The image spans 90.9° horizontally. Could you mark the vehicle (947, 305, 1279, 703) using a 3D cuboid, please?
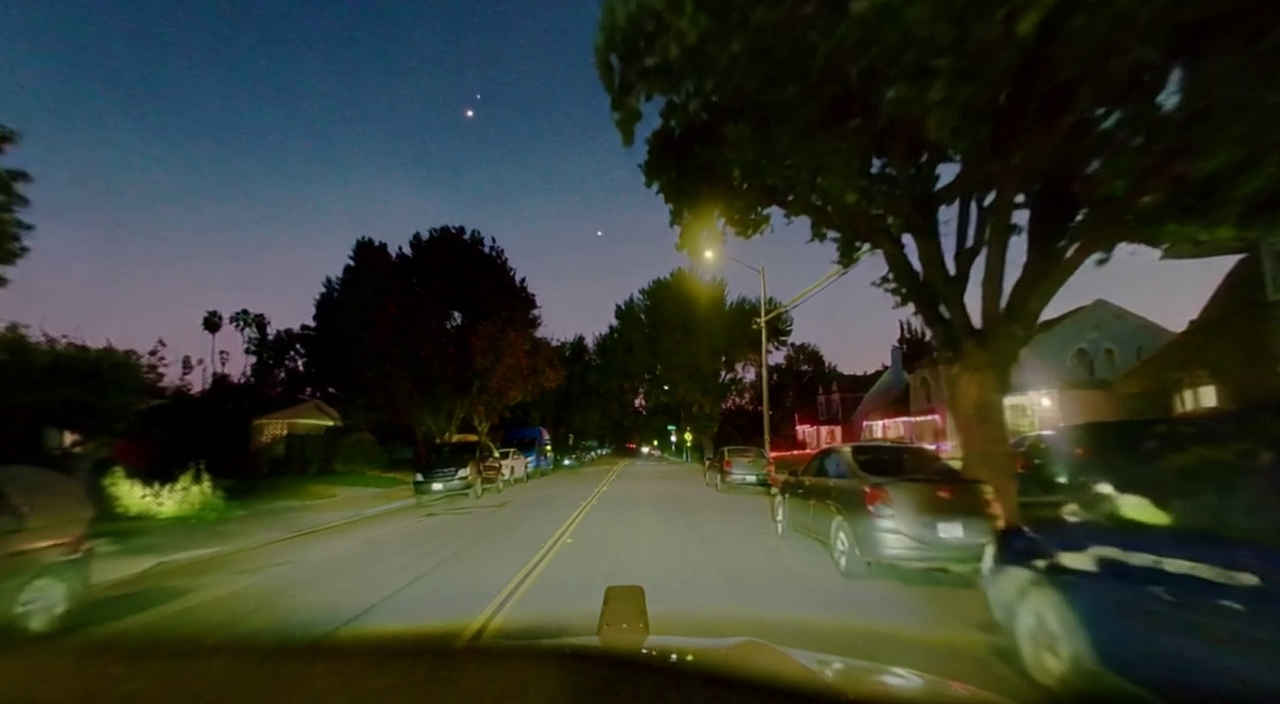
[{"bbox_3d":[3.159,0.714,1.714,2.059,1.824,5.045,0,-8,0],"label":"vehicle"}]

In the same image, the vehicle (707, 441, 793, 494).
[{"bbox_3d":[3.414,3.683,20.503,1.945,1.514,4.552,0,-8,0],"label":"vehicle"}]

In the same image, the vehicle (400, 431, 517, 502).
[{"bbox_3d":[-5.297,3.386,19.133,2.090,1.855,4.494,0,-8,2],"label":"vehicle"}]

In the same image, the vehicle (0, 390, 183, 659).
[{"bbox_3d":[-5.451,1.067,3.572,2.163,1.818,4.697,0,-8,0],"label":"vehicle"}]

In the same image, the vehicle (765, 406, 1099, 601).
[{"bbox_3d":[3.145,1.730,8.193,2.172,1.764,4.685,0,-8,1],"label":"vehicle"}]

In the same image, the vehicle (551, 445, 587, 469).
[{"bbox_3d":[-4.966,7.430,44.834,2.038,1.571,4.524,0,-8,0],"label":"vehicle"}]
